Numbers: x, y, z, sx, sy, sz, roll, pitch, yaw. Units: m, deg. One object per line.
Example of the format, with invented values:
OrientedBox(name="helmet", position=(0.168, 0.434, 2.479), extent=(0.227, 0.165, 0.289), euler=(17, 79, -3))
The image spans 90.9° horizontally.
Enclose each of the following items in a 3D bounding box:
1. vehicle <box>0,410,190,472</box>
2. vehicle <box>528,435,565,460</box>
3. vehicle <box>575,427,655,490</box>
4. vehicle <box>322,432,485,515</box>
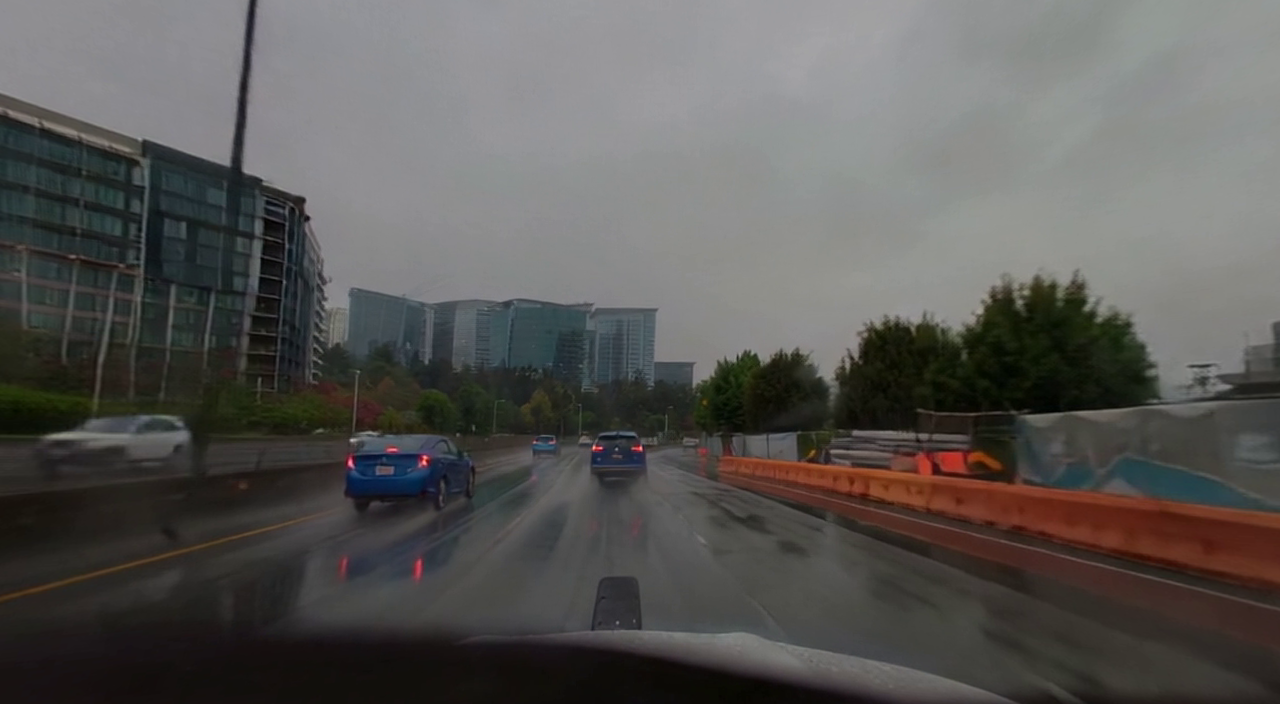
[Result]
OrientedBox(name="vehicle", position=(-15.012, 2.471, 17.653), extent=(1.799, 1.531, 4.133), euler=(0, -8, -2))
OrientedBox(name="vehicle", position=(-5.891, 6.023, 40.110), extent=(1.888, 1.486, 4.310), euler=(0, -8, -3))
OrientedBox(name="vehicle", position=(-0.569, 2.780, 16.822), extent=(1.913, 1.499, 3.581), euler=(0, -8, 1))
OrientedBox(name="vehicle", position=(-4.529, 2.343, 12.791), extent=(1.848, 1.406, 4.013), euler=(0, -8, -2))
